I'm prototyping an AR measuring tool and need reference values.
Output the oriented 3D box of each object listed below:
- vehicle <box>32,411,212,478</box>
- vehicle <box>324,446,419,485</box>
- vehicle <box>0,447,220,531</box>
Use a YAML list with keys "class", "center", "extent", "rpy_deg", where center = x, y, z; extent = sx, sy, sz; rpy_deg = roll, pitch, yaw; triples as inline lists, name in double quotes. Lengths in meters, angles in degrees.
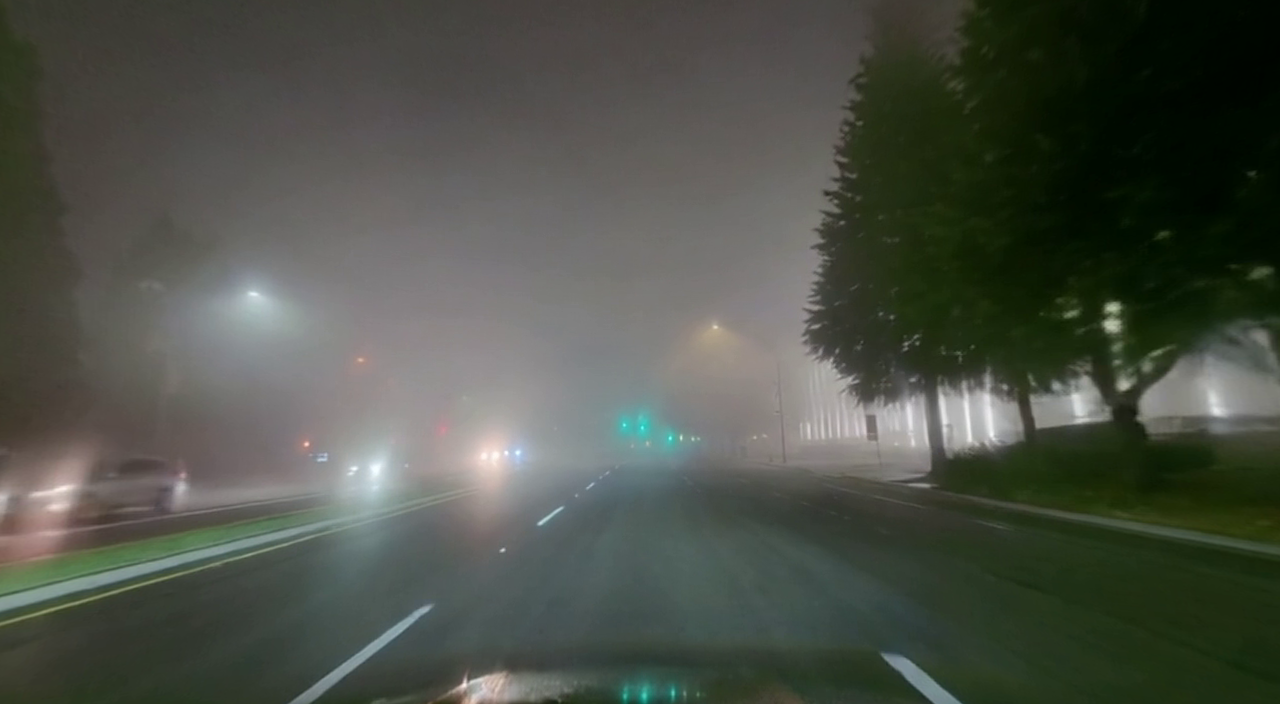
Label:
- class: "vehicle"
  center: [-30.634, 5.580, 37.928]
  extent: [2.818, 3.500, 8.930]
  rpy_deg: [0, -8, 3]
- class: "vehicle"
  center: [-11.289, 4.784, 26.839]
  extent: [2.058, 1.453, 4.580]
  rpy_deg: [0, -8, 0]
- class: "vehicle"
  center: [-11.642, 2.831, 13.683]
  extent: [1.712, 1.459, 4.614]
  rpy_deg: [0, -8, 1]
